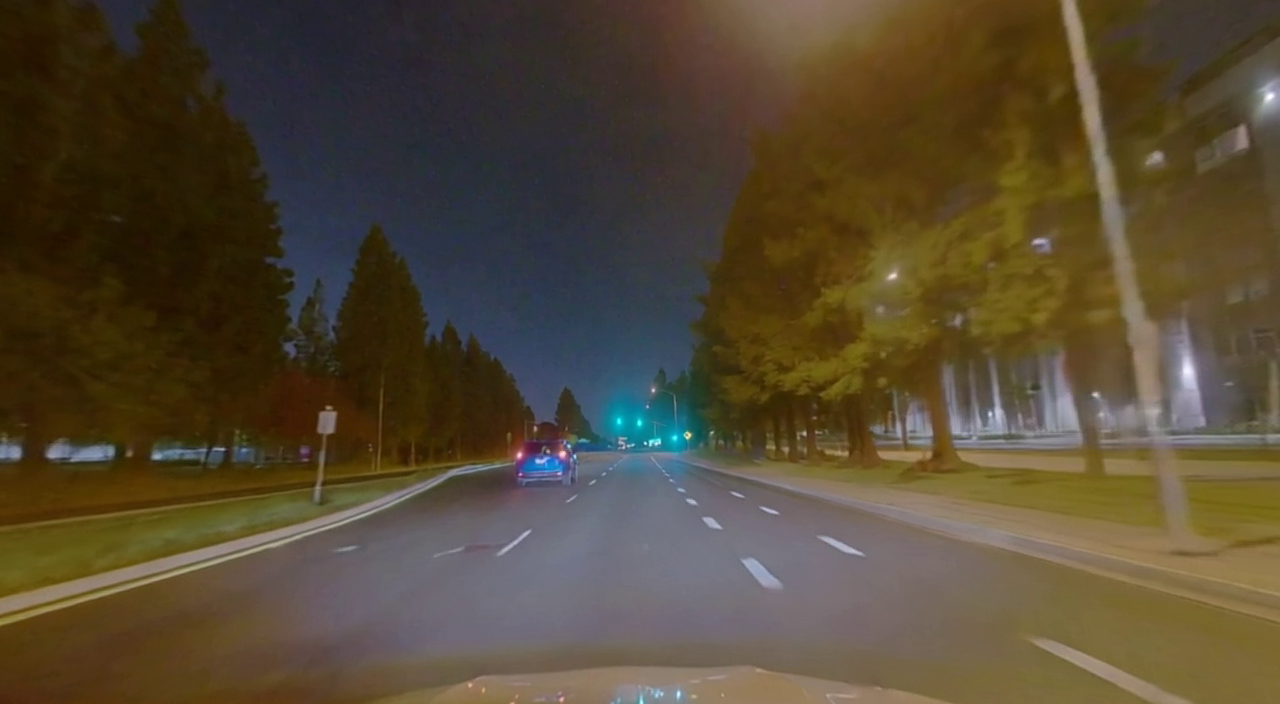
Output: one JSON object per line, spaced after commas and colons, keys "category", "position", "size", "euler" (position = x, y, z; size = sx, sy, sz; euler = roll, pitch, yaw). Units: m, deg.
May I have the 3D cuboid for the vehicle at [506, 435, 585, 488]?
{"category": "vehicle", "position": [-3.296, 3.927, 22.934], "size": [2.121, 1.724, 4.392], "euler": [0, -9, 1]}
